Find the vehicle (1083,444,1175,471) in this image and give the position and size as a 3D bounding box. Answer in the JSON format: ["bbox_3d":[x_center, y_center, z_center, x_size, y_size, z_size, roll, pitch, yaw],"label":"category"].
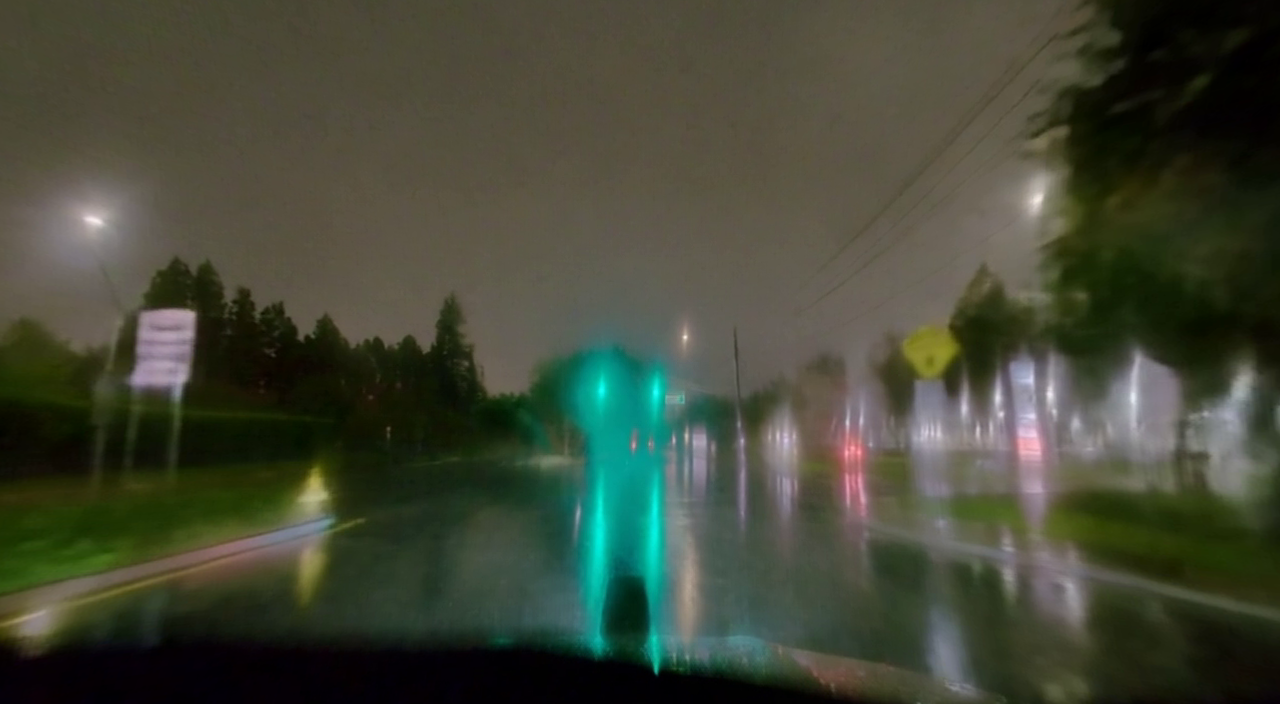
[{"bbox_3d":[28.366,6.098,36.759,1.783,1.461,4.311,0,-8,-2],"label":"vehicle"}]
